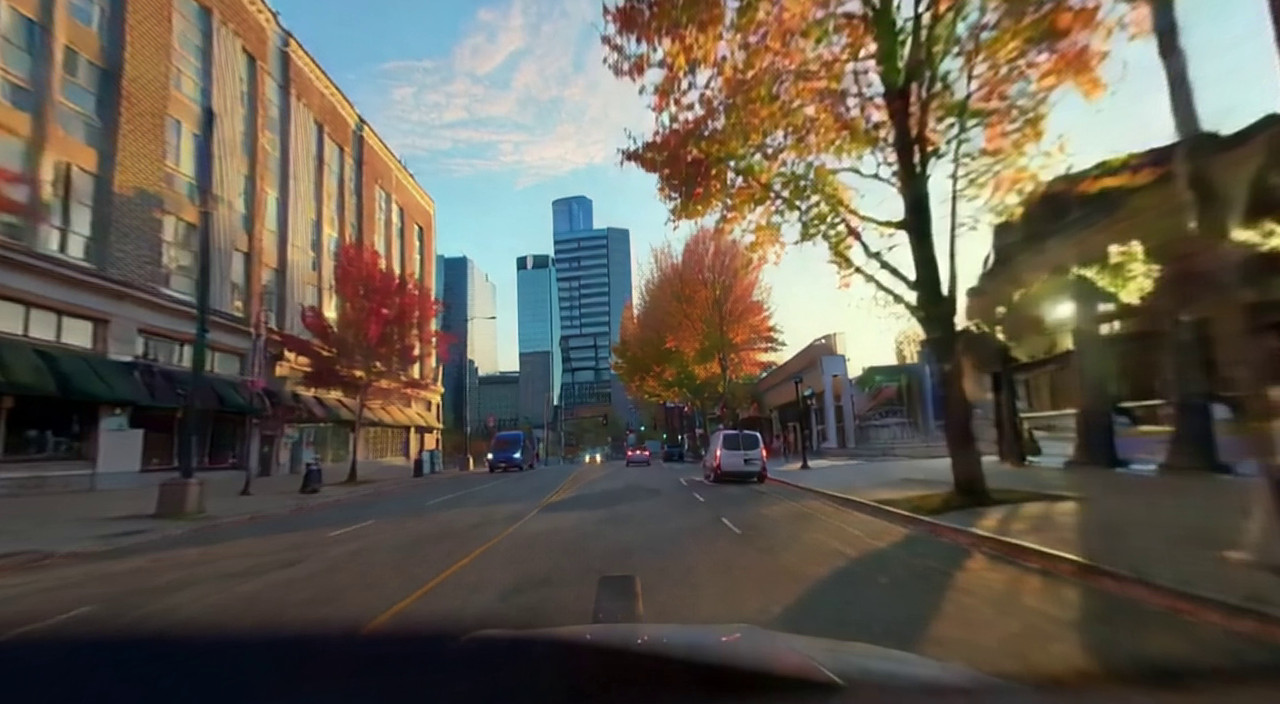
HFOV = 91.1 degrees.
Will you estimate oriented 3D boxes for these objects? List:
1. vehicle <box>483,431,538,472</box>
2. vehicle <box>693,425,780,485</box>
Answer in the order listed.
[{"bbox_3d":[-8.812,6.789,43.377,2.348,2.588,5.860,0,-8,1],"label":"vehicle"},{"bbox_3d":[3.470,3.811,23.772,2.357,1.986,5.136,0,-8,-2],"label":"vehicle"}]
